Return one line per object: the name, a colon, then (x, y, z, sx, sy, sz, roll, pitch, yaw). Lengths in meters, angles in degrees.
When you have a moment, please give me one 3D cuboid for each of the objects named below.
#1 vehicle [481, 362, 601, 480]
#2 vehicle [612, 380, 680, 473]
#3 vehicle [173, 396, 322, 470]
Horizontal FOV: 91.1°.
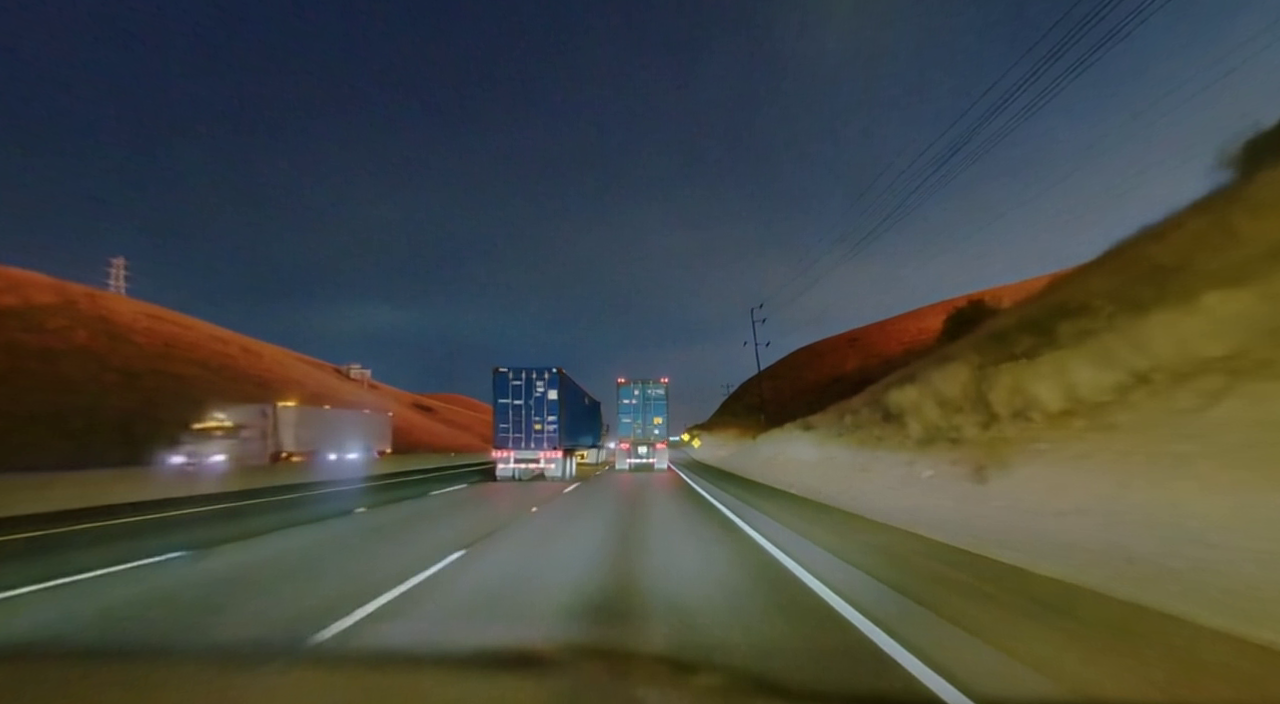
vehicle: (-3.872, 3.361, 28.698, 3.065, 4.105, 13.706, 0, -8, 1)
vehicle: (0.166, 4.145, 33.913, 3.006, 4.120, 11.586, 0, -8, -1)
vehicle: (-21.734, 4.640, 35.542, 3.000, 3.656, 8.290, 0, -8, 0)
